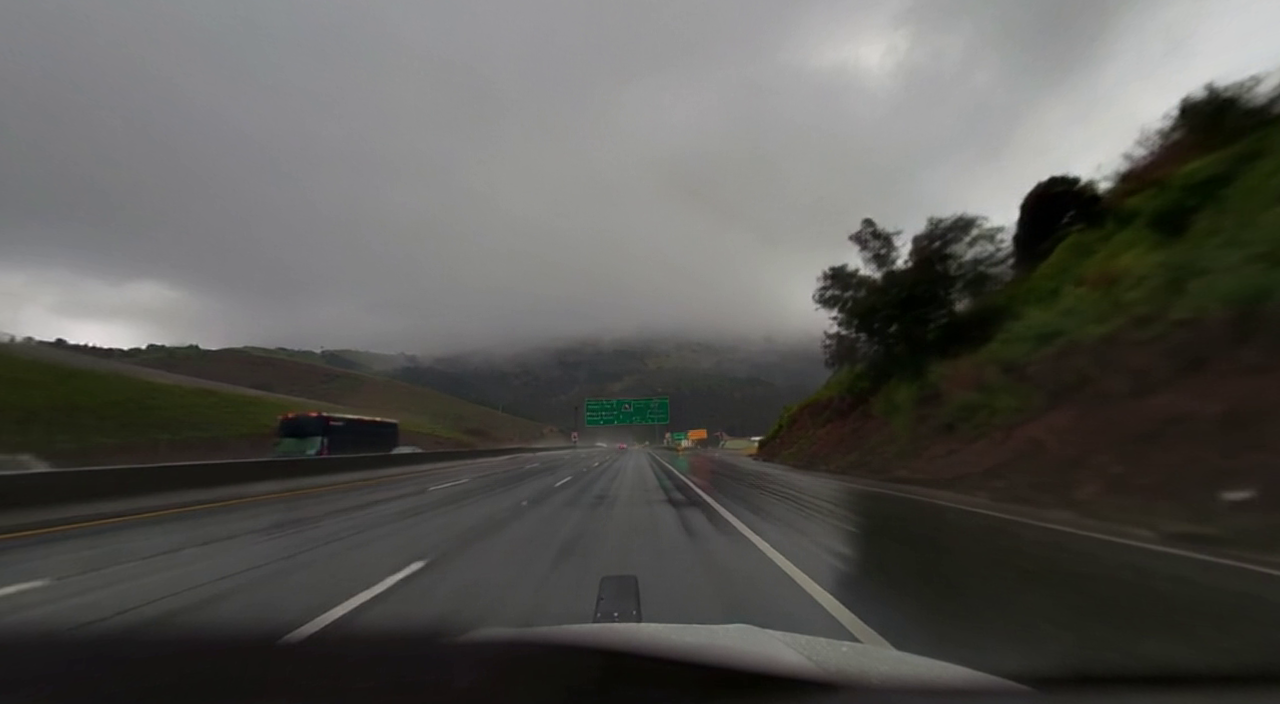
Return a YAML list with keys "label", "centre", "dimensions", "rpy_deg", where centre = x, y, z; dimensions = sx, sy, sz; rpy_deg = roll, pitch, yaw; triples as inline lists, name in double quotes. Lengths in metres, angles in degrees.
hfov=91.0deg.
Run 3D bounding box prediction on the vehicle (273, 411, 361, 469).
- label: "vehicle"
  centre: [-24.162, 6.610, 47.459]
  dimensions: [3.426, 4.013, 5.999]
  rpy_deg: [0, -8, -1]
